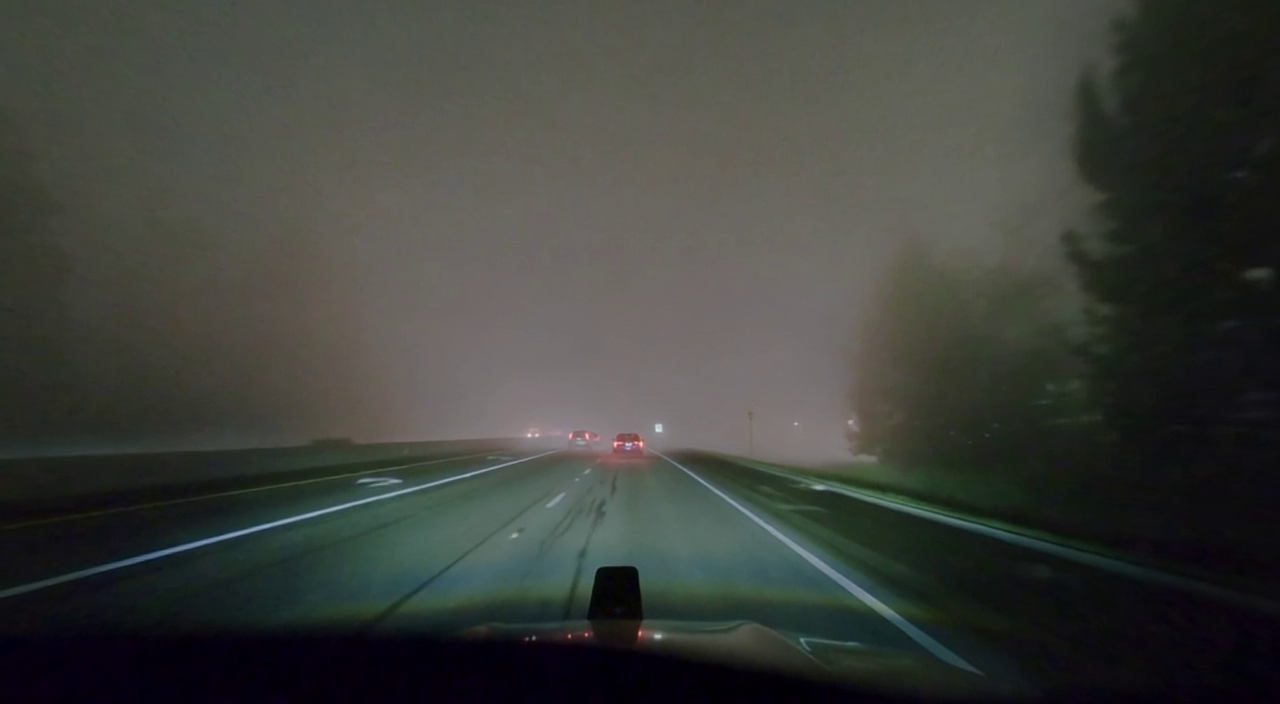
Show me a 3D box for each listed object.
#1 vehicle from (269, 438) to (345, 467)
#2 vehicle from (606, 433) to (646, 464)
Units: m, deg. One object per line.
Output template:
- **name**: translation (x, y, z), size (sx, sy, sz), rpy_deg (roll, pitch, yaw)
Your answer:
- **vehicle**: translation (-19.575, 5.910, 37.245), size (1.908, 1.537, 4.798), rpy_deg (0, -8, 0)
- **vehicle**: translation (-0.737, 4.896, 32.168), size (1.948, 1.470, 3.913), rpy_deg (0, -8, -2)
